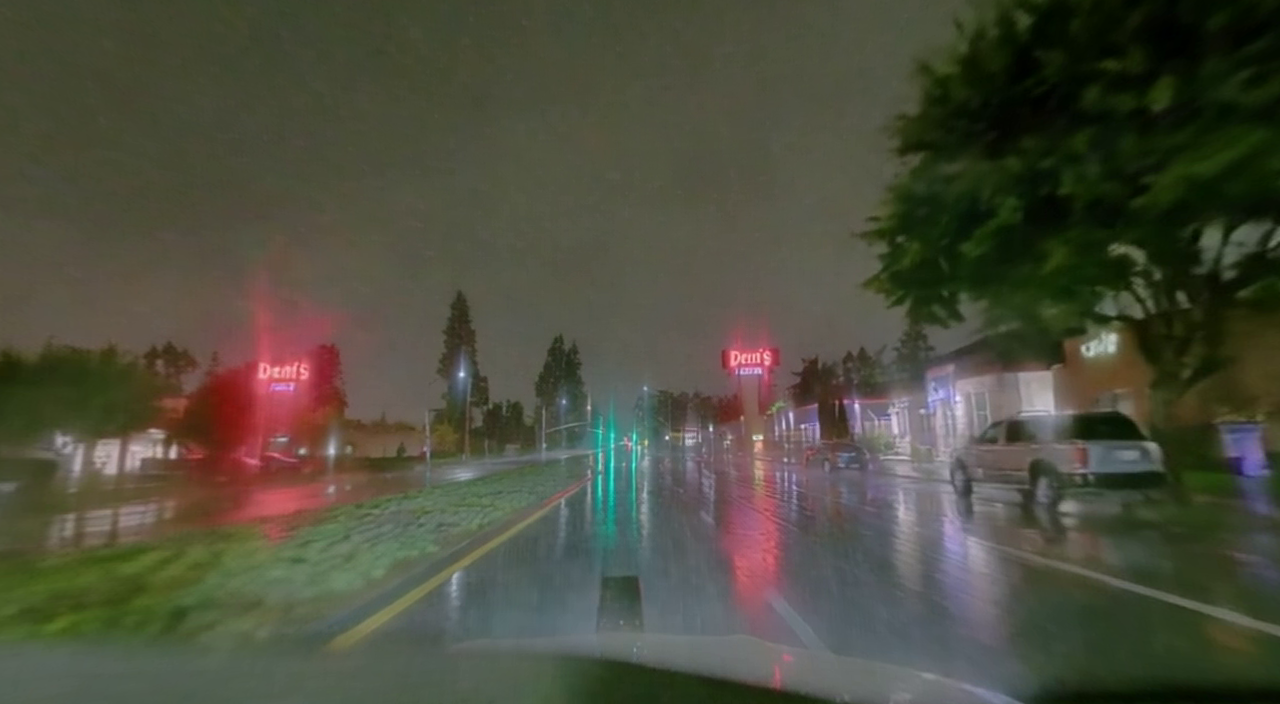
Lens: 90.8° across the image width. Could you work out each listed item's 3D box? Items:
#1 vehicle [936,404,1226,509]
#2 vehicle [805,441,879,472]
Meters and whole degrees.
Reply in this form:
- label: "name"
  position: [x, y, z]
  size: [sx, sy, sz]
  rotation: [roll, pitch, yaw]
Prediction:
- label: "vehicle"
  position: [10.239, 2.523, 15.655]
  size: [2.610, 2.072, 5.985]
  rotation: [0, -8, -3]
- label: "vehicle"
  position: [10.138, 5.262, 32.125]
  size: [2.034, 1.437, 4.728]
  rotation: [0, -8, -2]
